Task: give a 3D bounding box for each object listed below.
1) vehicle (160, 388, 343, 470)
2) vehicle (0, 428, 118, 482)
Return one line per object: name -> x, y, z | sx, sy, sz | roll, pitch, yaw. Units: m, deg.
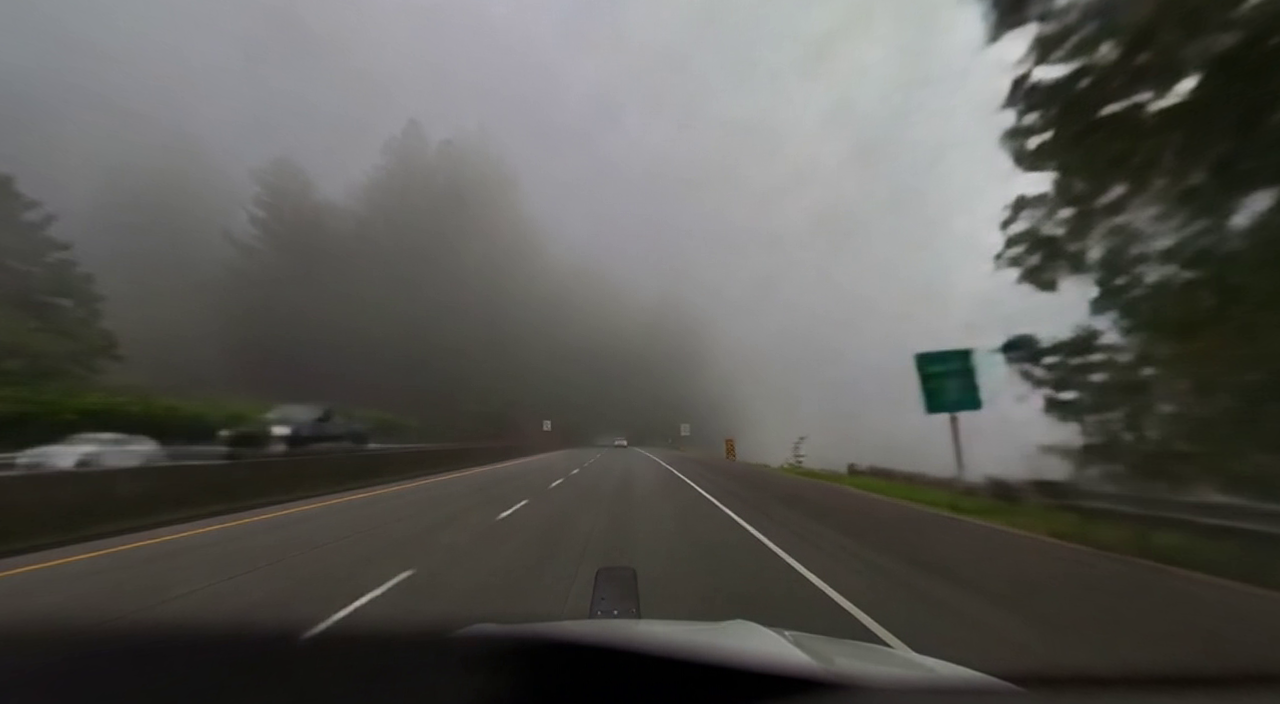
vehicle -> -13.116, 2.714, 22.066 | 2.231, 2.431, 6.581 | 0, -8, -1
vehicle -> -17.574, 2.943, 18.352 | 1.651, 1.406, 3.654 | 0, -7, -2
